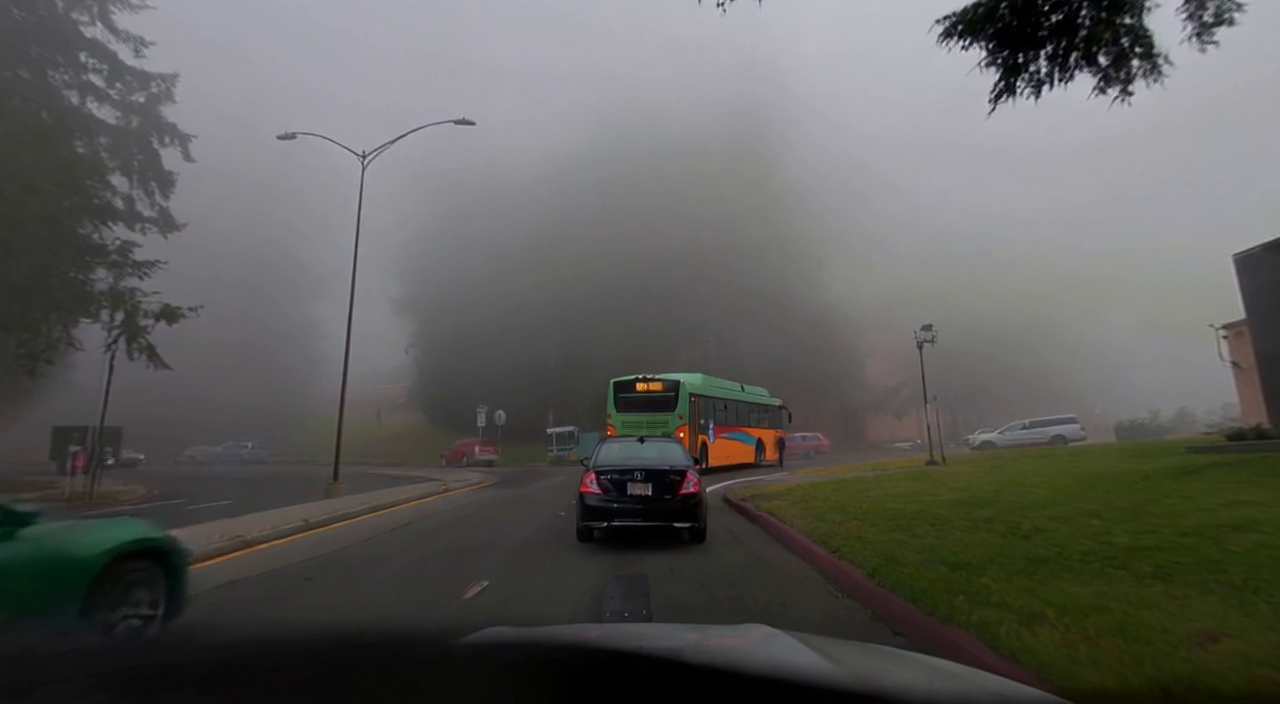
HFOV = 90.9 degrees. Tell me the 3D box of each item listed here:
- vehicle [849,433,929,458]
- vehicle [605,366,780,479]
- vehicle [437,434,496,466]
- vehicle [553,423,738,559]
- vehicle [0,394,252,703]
[{"bbox_3d":[15.708,5.898,39.751,4.422,1.457,1.882,-5,-10,29],"label":"vehicle"},{"bbox_3d":[2.476,2.778,23.635,2.948,3.303,9.977,-4,-9,26],"label":"vehicle"},{"bbox_3d":[-9.518,5.442,34.946,2.086,1.656,4.010,0,-9,0],"label":"vehicle"},{"bbox_3d":[0.093,1.807,8.935,2.020,1.478,3.922,0,-8,1],"label":"vehicle"},{"bbox_3d":[-3.717,0.832,2.015,1.953,1.480,4.522,0,-8,2],"label":"vehicle"}]
